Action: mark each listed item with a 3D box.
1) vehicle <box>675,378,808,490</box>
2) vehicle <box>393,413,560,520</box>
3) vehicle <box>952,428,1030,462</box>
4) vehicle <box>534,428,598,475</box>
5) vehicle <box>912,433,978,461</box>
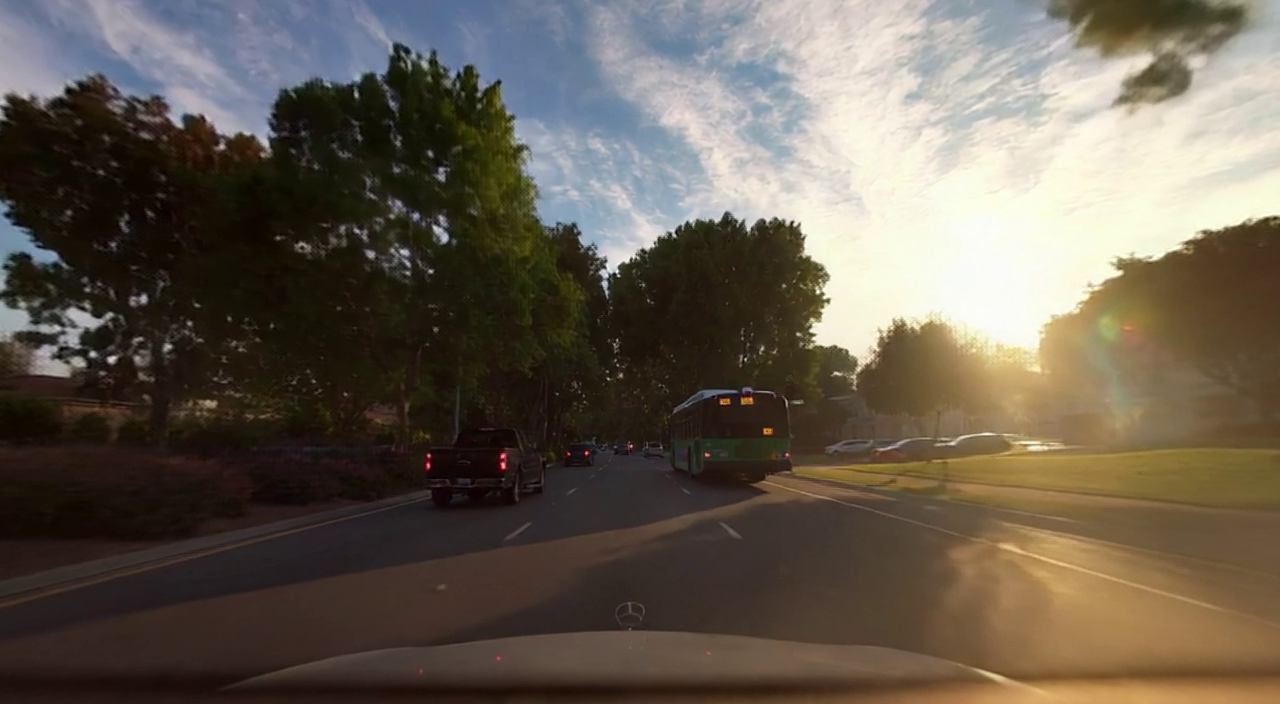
[{"bbox_3d":[3.314,3.320,24.807,3.059,3.264,12.623,0,-8,0],"label":"vehicle"},{"bbox_3d":[-3.183,2.379,13.604,2.074,1.849,5.137,0,-8,2],"label":"vehicle"},{"bbox_3d":[21.770,5.799,39.360,2.152,1.945,4.827,0,-8,1],"label":"vehicle"},{"bbox_3d":[-3.481,4.875,31.046,2.513,2.066,5.820,0,-8,0],"label":"vehicle"},{"bbox_3d":[19.049,5.962,39.606,2.062,1.683,4.209,0,-8,2],"label":"vehicle"}]
